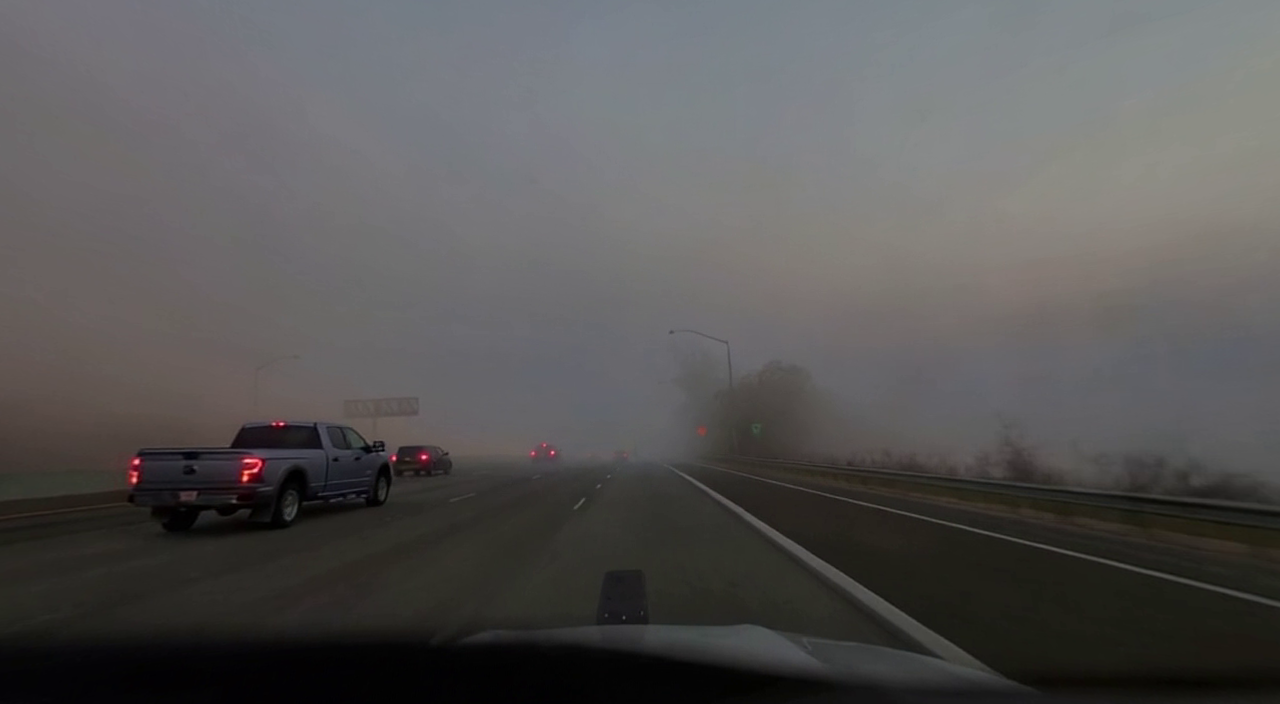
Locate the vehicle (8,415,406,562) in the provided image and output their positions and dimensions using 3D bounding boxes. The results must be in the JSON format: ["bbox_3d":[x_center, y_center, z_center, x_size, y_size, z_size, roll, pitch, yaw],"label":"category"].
[{"bbox_3d":[-6.430,2.112,10.847,2.403,1.773,6.276,0,-8,0],"label":"vehicle"}]

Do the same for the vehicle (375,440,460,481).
[{"bbox_3d":[-9.796,4.800,28.197,2.060,1.662,4.469,0,-8,1],"label":"vehicle"}]

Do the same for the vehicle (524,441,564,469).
[{"bbox_3d":[-6.266,6.758,41.555,2.009,1.735,4.358,0,-8,-1],"label":"vehicle"}]
